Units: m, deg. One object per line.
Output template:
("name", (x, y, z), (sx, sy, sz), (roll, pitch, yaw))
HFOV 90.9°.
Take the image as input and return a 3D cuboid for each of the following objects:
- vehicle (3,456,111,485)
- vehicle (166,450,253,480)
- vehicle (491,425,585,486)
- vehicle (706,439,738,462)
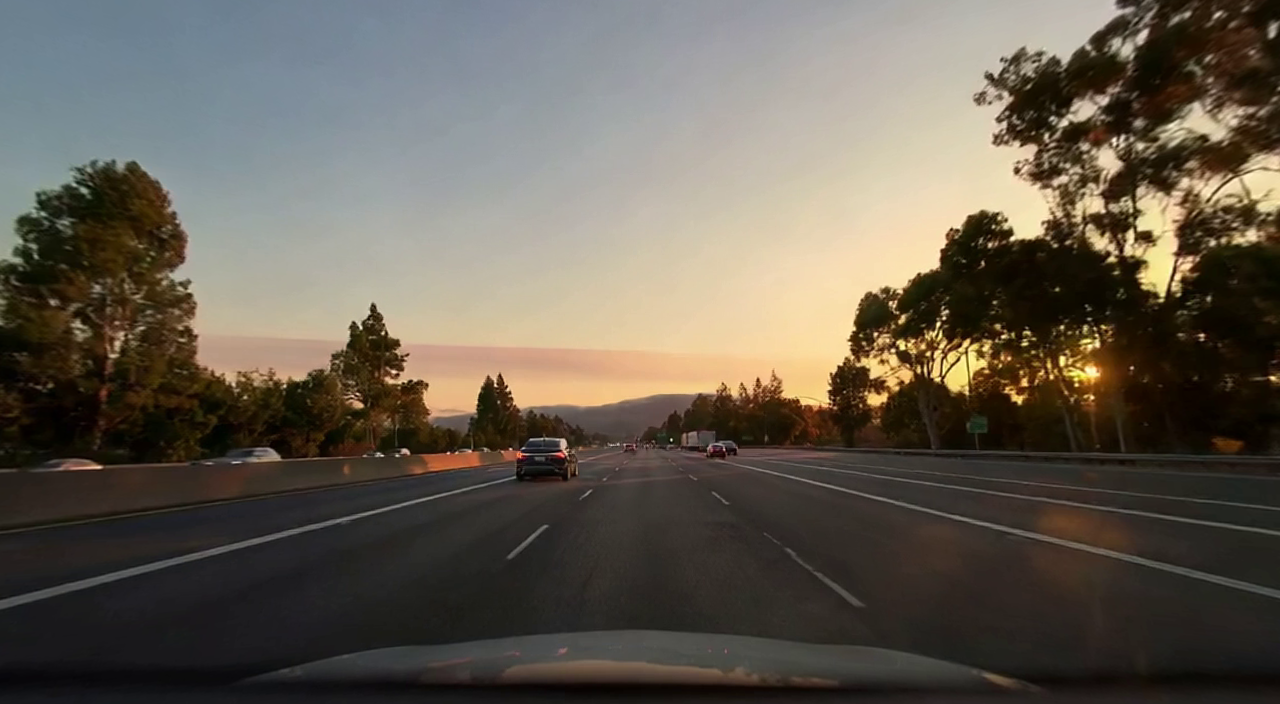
("vehicle", (-34.556, 7.011, 37.560), (1.896, 1.474, 4.657), (0, -8, 2))
("vehicle", (-24.962, 6.552, 36.775), (1.864, 1.600, 4.467), (0, -8, 1))
("vehicle", (-3.567, 3.771, 23.275), (2.453, 1.952, 5.320), (0, -8, 2))
("vehicle", (6.427, 7.747, 49.642), (2.063, 1.706, 4.259), (0, -8, 1))
